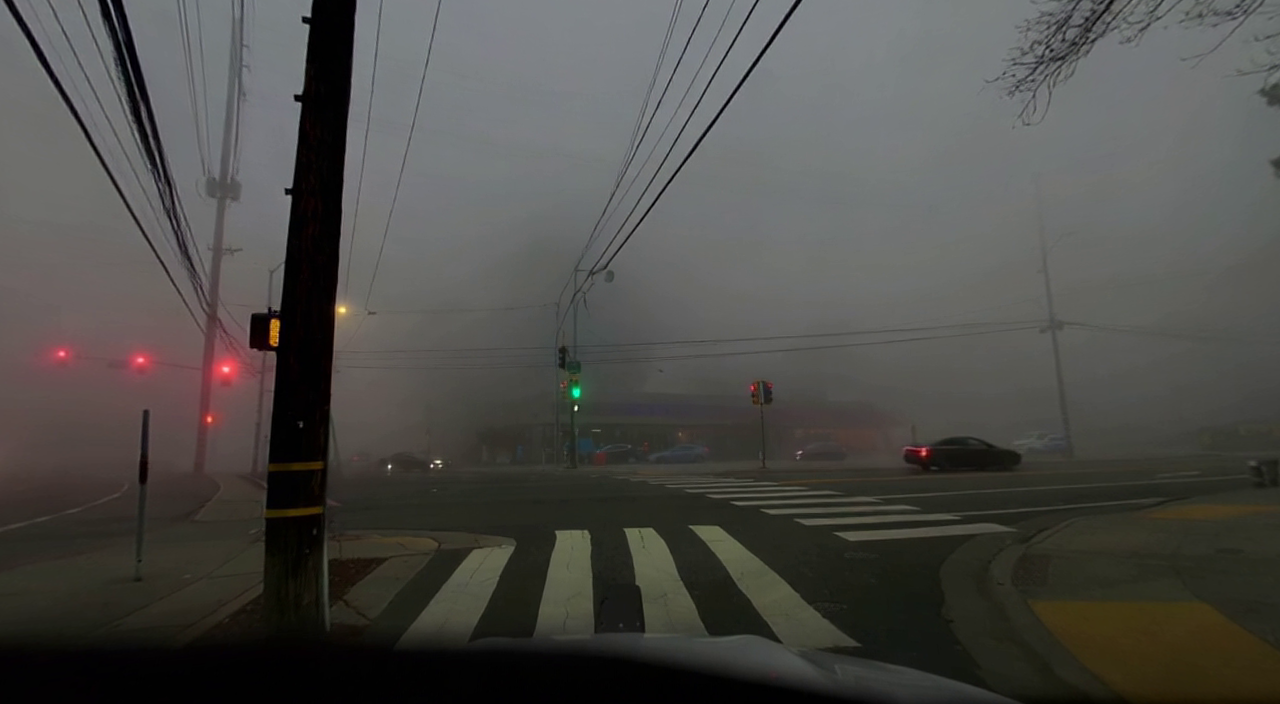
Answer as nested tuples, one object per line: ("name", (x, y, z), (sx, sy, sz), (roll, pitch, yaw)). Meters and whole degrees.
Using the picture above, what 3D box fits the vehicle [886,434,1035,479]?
("vehicle", (11.628, 3.776, 22.992), (4.700, 1.479, 2.095), (3, -9, -20))

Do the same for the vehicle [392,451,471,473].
("vehicle", (-14.140, 7.446, 42.979), (4.837, 1.407, 1.818), (4, -9, -26))

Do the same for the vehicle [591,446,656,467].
("vehicle", (-1.154, 7.551, 45.813), (4.391, 1.451, 1.717), (4, -9, -26))
